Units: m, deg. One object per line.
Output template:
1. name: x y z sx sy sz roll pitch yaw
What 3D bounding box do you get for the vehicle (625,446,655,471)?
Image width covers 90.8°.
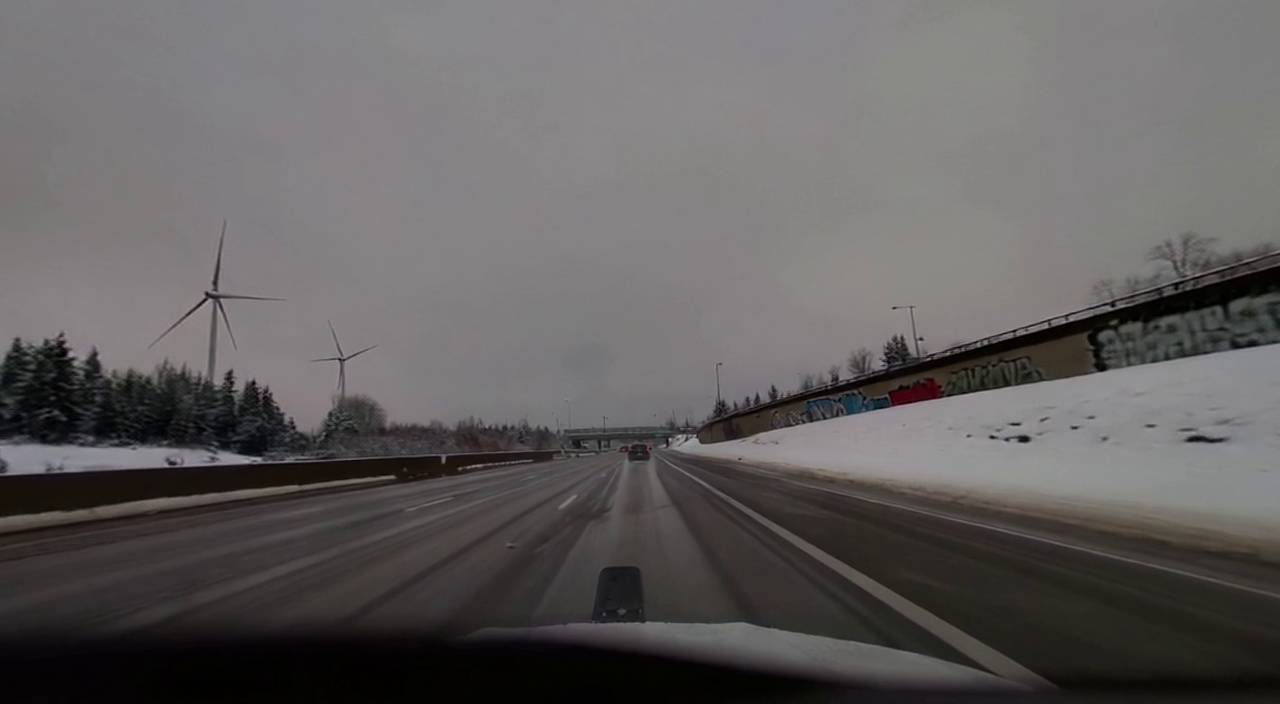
1. vehicle: 0.013 6.991 41.549 1.870 1.481 4.234 0 -9 0

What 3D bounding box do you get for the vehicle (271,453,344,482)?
1. vehicle: -18.589 6.477 35.518 1.854 1.489 4.070 0 -9 1
